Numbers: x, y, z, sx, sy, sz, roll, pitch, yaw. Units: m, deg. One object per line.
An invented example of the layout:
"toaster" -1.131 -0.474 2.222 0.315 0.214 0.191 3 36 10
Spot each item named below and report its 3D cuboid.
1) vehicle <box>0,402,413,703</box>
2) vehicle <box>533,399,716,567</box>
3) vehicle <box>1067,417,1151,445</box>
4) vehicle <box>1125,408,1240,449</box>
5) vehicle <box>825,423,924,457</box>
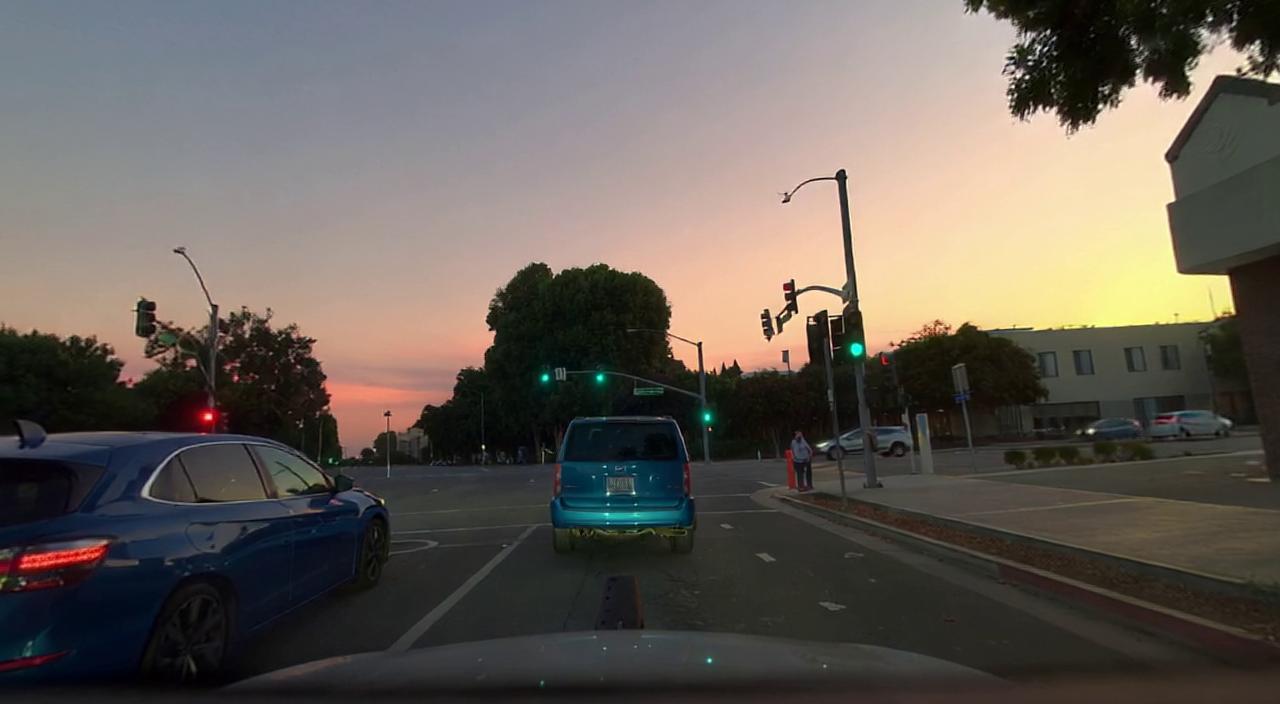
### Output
"vehicle" -3.374 1.264 4.554 2.011 1.527 4.008 0 -8 -1
"vehicle" -0.176 1.796 9.343 2.059 1.877 4.249 0 -8 0
"vehicle" 27.736 4.693 37.386 3.830 1.545 2.006 3 -9 -18
"vehicle" 29.383 4.129 34.243 5.215 1.967 2.392 1 -8 -22
"vehicle" 13.051 4.910 35.197 4.872 1.806 2.107 3 -9 -20
